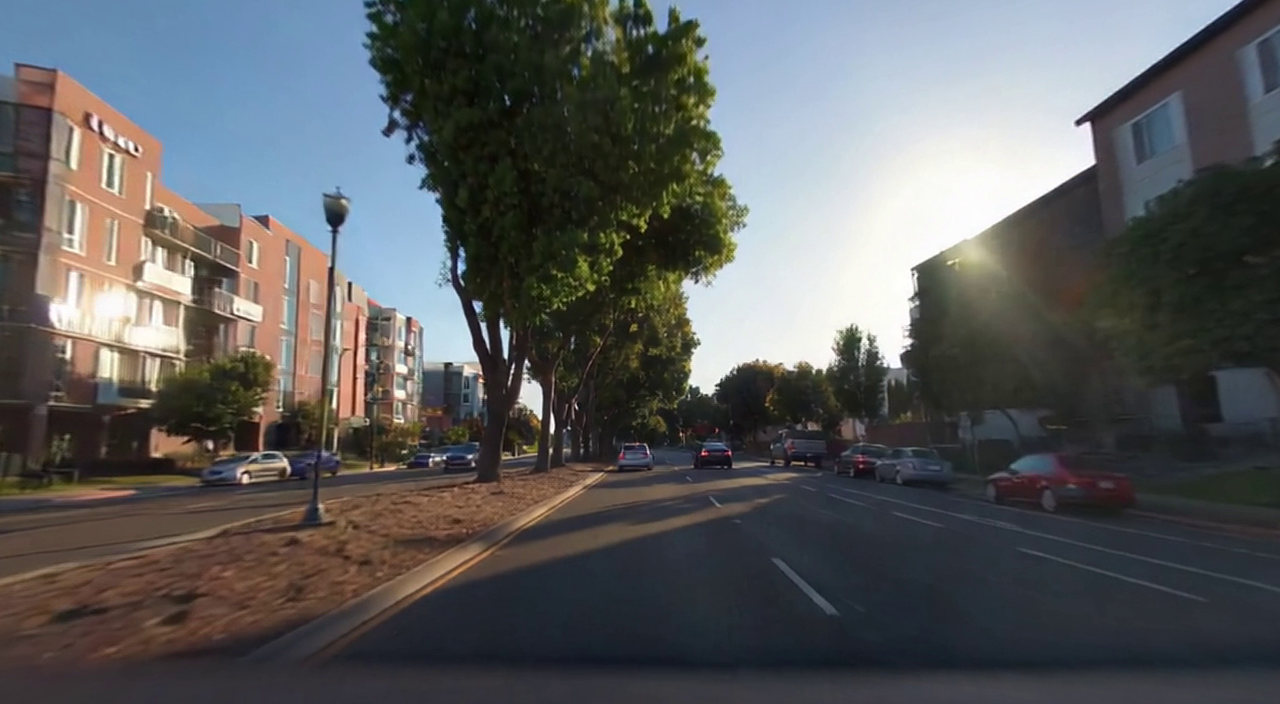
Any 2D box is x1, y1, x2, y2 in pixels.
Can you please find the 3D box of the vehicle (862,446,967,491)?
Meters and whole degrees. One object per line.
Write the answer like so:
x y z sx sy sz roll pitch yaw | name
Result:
10.266 4.365 24.118 1.898 1.502 4.788 0 -8 1 | vehicle

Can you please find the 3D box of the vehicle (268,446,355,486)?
-19.110 6.588 37.069 2.240 2.112 5.268 0 -8 0 | vehicle

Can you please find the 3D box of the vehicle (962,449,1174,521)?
10.166 3.147 15.583 1.944 1.454 4.647 0 -8 0 | vehicle

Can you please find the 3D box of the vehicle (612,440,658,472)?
-0.240 5.093 31.176 2.101 1.444 4.248 0 -8 0 | vehicle

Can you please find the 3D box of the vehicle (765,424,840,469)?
10.616 6.289 42.169 3.082 2.655 7.381 0 -8 1 | vehicle

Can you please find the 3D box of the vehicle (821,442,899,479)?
10.592 5.230 30.783 2.129 1.645 4.625 0 -8 0 | vehicle

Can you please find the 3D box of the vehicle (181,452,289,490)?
-19.005 5.565 29.940 2.180 1.608 4.443 0 -8 -1 | vehicle

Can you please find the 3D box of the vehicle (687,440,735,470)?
3.706 5.455 33.762 1.993 1.477 4.240 0 -8 -1 | vehicle

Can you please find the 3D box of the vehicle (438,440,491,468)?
-12.560 7.325 45.523 2.331 1.910 4.823 -1 -8 1 | vehicle
